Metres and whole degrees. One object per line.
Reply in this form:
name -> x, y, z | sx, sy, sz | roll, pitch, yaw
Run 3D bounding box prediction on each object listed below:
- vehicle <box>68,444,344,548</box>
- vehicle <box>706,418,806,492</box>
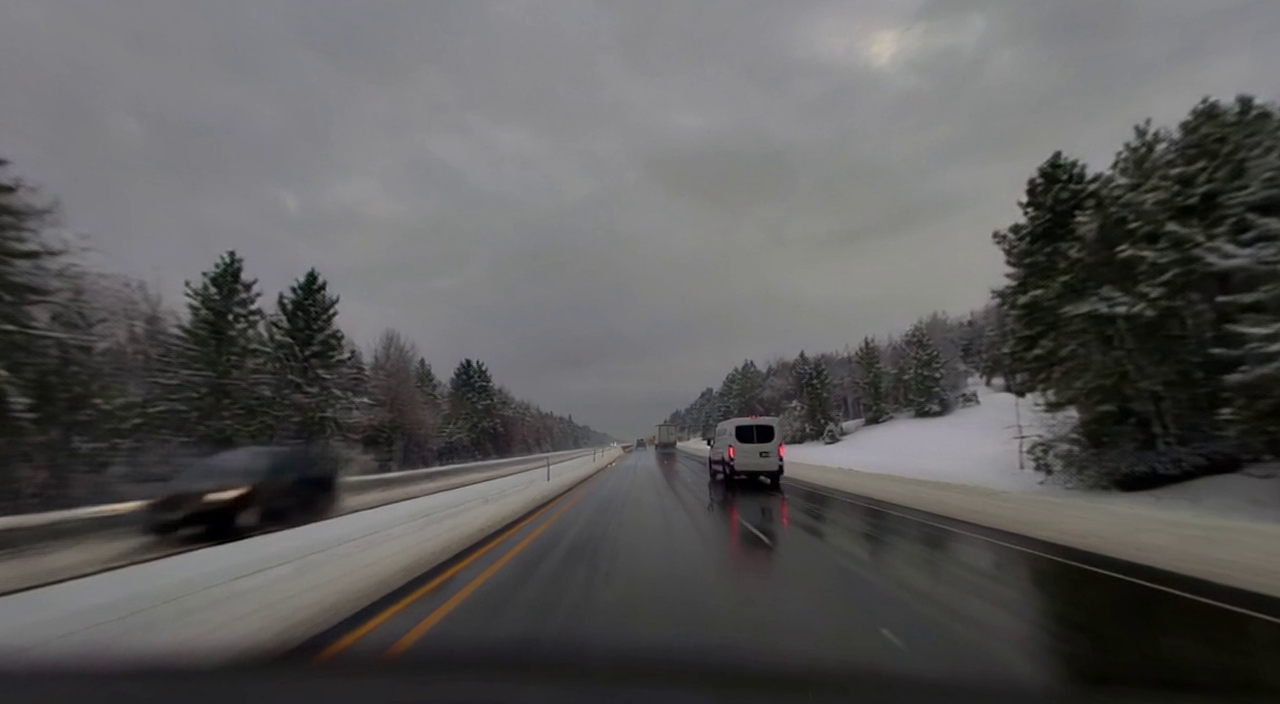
vehicle -> -7.474, 2.450, 11.550 | 1.872, 1.518, 4.401 | 0, -8, 1
vehicle -> 3.633, 3.360, 20.846 | 2.291, 2.112, 5.052 | 0, -8, 0
